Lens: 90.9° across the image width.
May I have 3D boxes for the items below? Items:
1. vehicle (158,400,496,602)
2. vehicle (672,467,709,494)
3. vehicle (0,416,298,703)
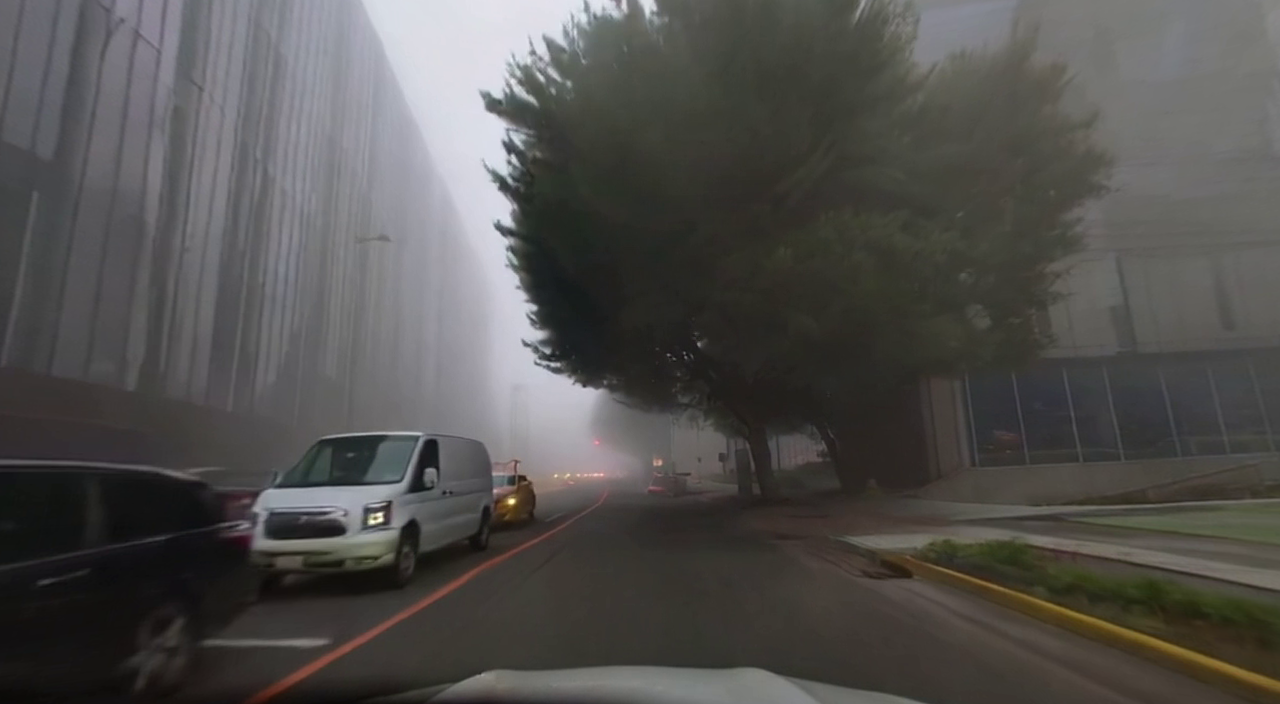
[{"bbox_3d":[-3.744,1.952,8.930,2.148,2.024,4.884,0,-10,1],"label":"vehicle"},{"bbox_3d":[2.938,7.599,37.565,1.899,1.470,3.666,1,-10,0],"label":"vehicle"},{"bbox_3d":[-3.712,1.034,2.631,1.853,1.495,4.632,-2,-10,2],"label":"vehicle"}]
